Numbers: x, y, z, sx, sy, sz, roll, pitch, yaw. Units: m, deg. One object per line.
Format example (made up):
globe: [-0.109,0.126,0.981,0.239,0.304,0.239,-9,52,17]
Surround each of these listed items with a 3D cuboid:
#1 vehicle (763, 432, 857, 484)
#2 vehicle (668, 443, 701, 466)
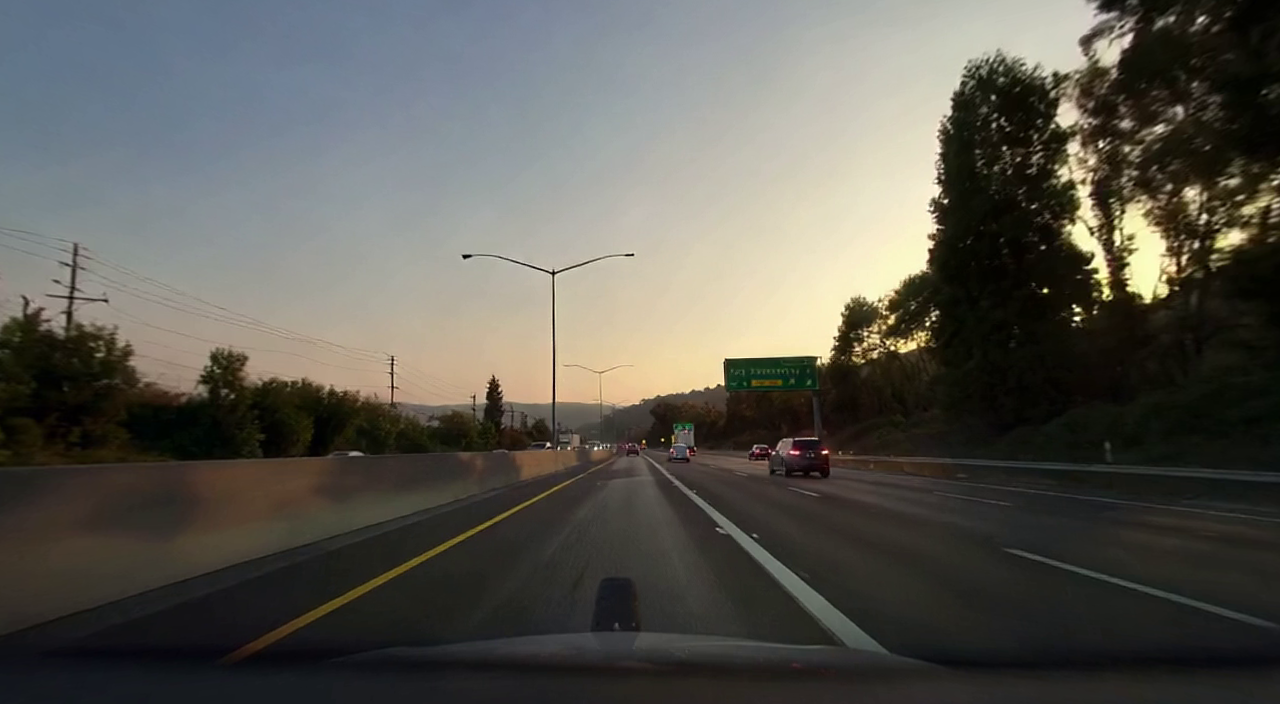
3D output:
vehicle: [6.671,4.224,25.547,2.244,1.858,5.414,0,-9,-1]
vehicle: [3.202,7.518,46.640,2.018,1.600,4.121,0,-9,-2]
